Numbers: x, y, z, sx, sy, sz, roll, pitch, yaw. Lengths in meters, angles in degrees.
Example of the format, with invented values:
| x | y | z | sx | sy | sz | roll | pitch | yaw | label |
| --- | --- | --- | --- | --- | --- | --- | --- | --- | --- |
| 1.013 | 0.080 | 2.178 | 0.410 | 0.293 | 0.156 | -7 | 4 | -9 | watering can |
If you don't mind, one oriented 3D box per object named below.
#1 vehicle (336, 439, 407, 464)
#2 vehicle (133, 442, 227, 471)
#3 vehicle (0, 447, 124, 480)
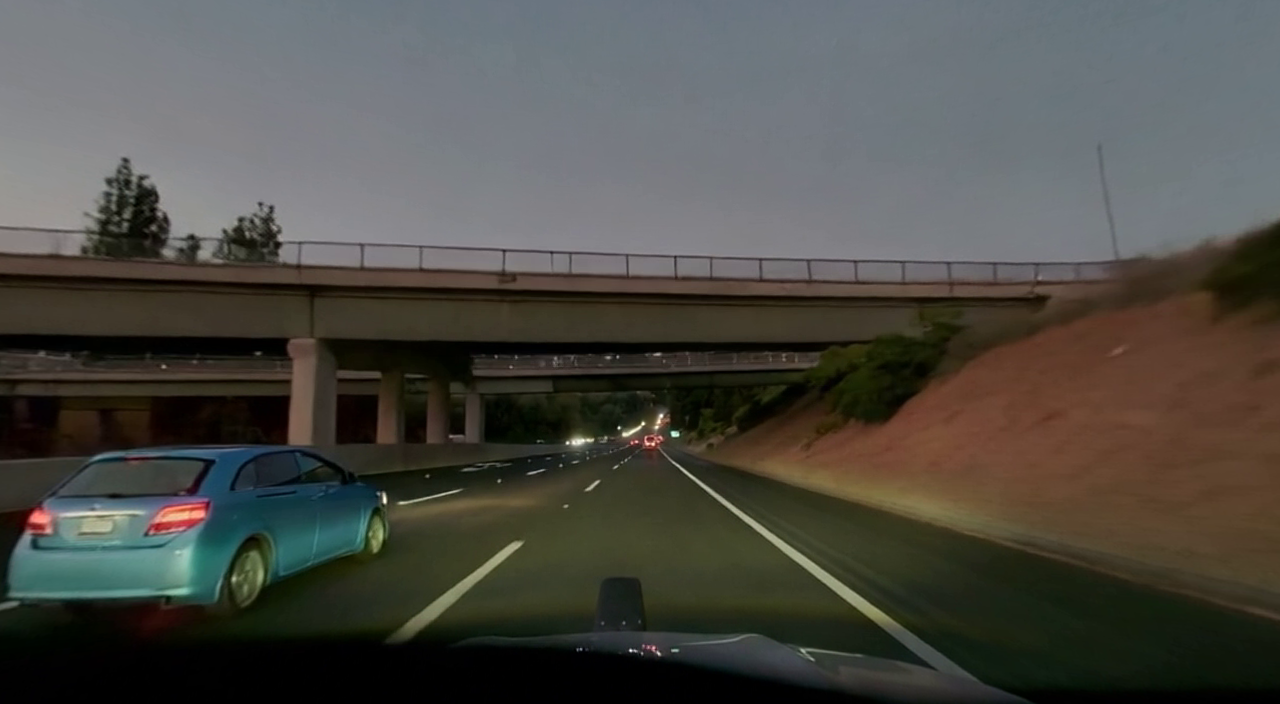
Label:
| x | y | z | sx | sy | sz | roll | pitch | yaw | label |
| --- | --- | --- | --- | --- | --- | --- | --- | --- | --- |
| -19.669 | 7.330 | 46.611 | 2.477 | 1.667 | 5.834 | 0 | -8 | 3 | vehicle |
| -28.864 | 6.555 | 39.852 | 2.008 | 1.707 | 5.059 | 0 | -8 | 2 | vehicle |
| -27.415 | 5.282 | 30.148 | 1.826 | 1.432 | 4.233 | 0 | -8 | 1 | vehicle |
